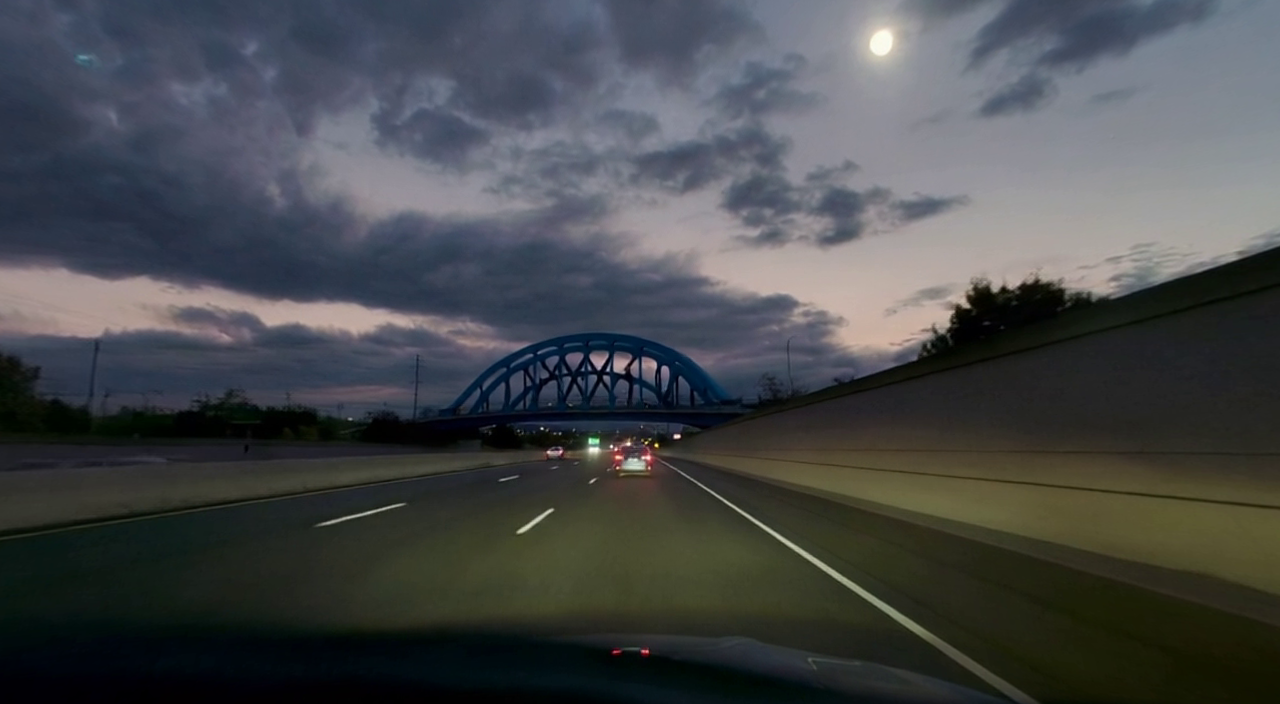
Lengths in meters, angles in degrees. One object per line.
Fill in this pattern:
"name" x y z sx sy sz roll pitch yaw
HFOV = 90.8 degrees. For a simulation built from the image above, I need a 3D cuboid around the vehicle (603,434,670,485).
"vehicle" -0.085 4.073 24.067 2.299 1.716 4.579 -1 -9 1
